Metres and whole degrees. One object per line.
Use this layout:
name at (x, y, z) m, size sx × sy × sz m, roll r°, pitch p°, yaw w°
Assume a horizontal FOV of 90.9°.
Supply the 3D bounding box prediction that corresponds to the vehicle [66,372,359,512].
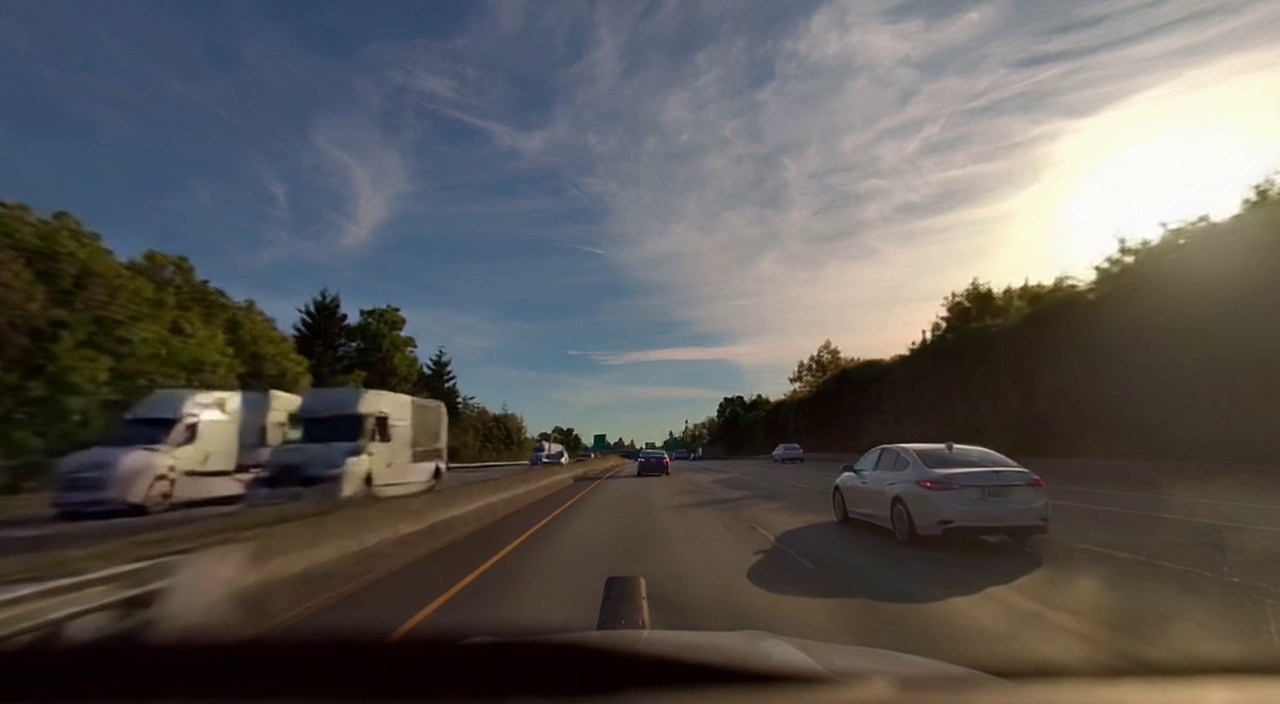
vehicle at (-15.062, 3.511, 24.295) m, size 2.945 × 4.037 × 11.797 m, roll 0°, pitch -9°, yaw 0°

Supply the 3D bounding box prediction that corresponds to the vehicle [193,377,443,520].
vehicle at (-7.828, 2.564, 16.840) m, size 2.687 × 2.948 × 7.422 m, roll 0°, pitch -9°, yaw 0°

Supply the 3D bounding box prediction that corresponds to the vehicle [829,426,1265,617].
vehicle at (3.854, 1.664, 7.154) m, size 2.029 × 1.475 × 4.279 m, roll 0°, pitch -9°, yaw -1°

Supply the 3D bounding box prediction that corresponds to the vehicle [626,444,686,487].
vehicle at (0.585, 4.422, 24.839) m, size 2.177 × 1.520 × 4.278 m, roll 0°, pitch -9°, yaw 0°
